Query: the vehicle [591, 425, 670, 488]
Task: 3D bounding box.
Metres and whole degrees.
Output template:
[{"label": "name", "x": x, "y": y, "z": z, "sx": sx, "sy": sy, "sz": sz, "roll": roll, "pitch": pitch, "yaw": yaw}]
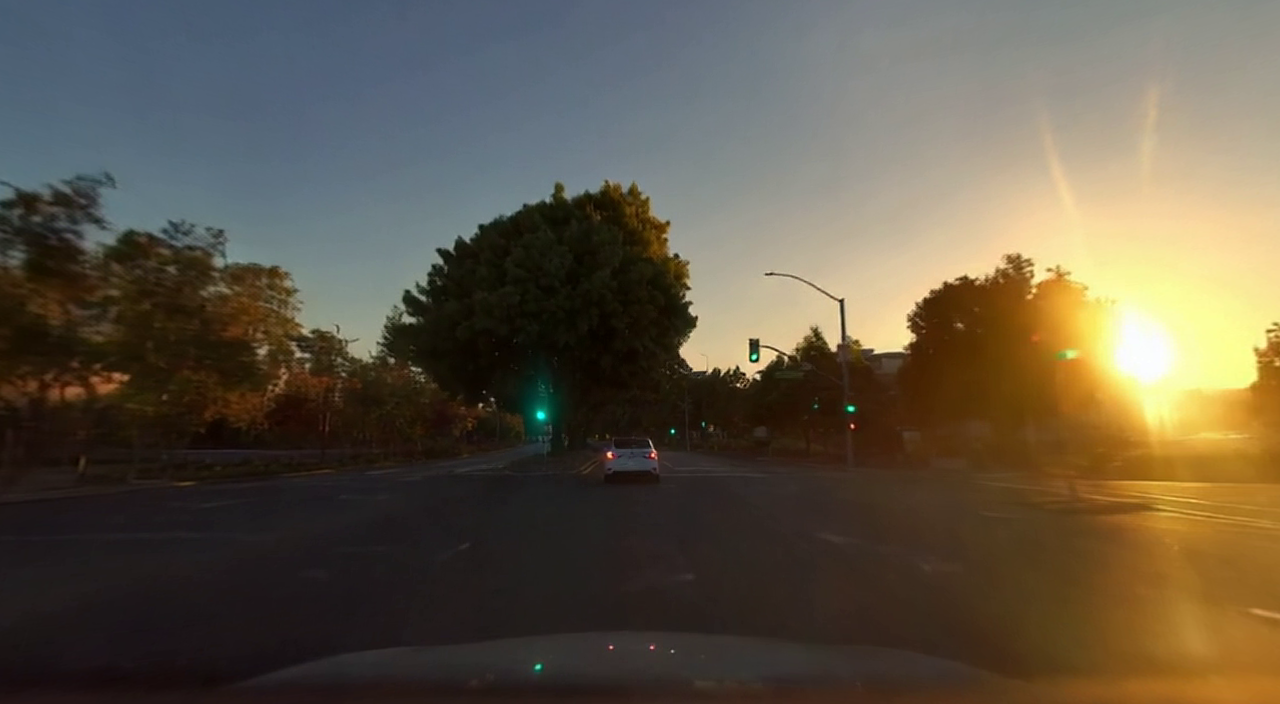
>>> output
[{"label": "vehicle", "x": -0.268, "y": 3.211, "z": 19.632, "sx": 2.192, "sy": 1.734, "sz": 4.176, "roll": 0, "pitch": -8, "yaw": 0}]
